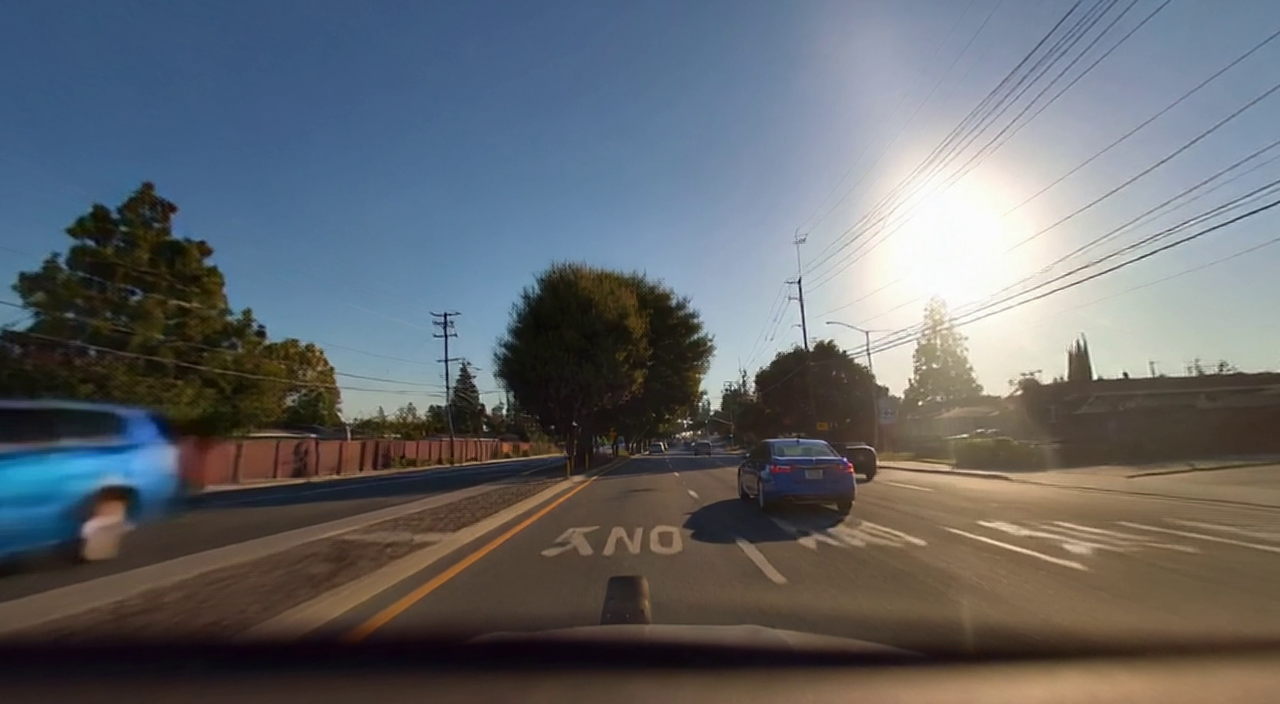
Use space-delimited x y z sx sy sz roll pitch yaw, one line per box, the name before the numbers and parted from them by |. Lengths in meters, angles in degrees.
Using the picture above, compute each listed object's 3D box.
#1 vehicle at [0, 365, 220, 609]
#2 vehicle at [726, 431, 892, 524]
vehicle | -5.981 1.091 5.186 1.983 1.882 4.281 0 -8 1
vehicle | 3.036 2.350 12.402 2.063 1.481 4.247 0 -8 0
